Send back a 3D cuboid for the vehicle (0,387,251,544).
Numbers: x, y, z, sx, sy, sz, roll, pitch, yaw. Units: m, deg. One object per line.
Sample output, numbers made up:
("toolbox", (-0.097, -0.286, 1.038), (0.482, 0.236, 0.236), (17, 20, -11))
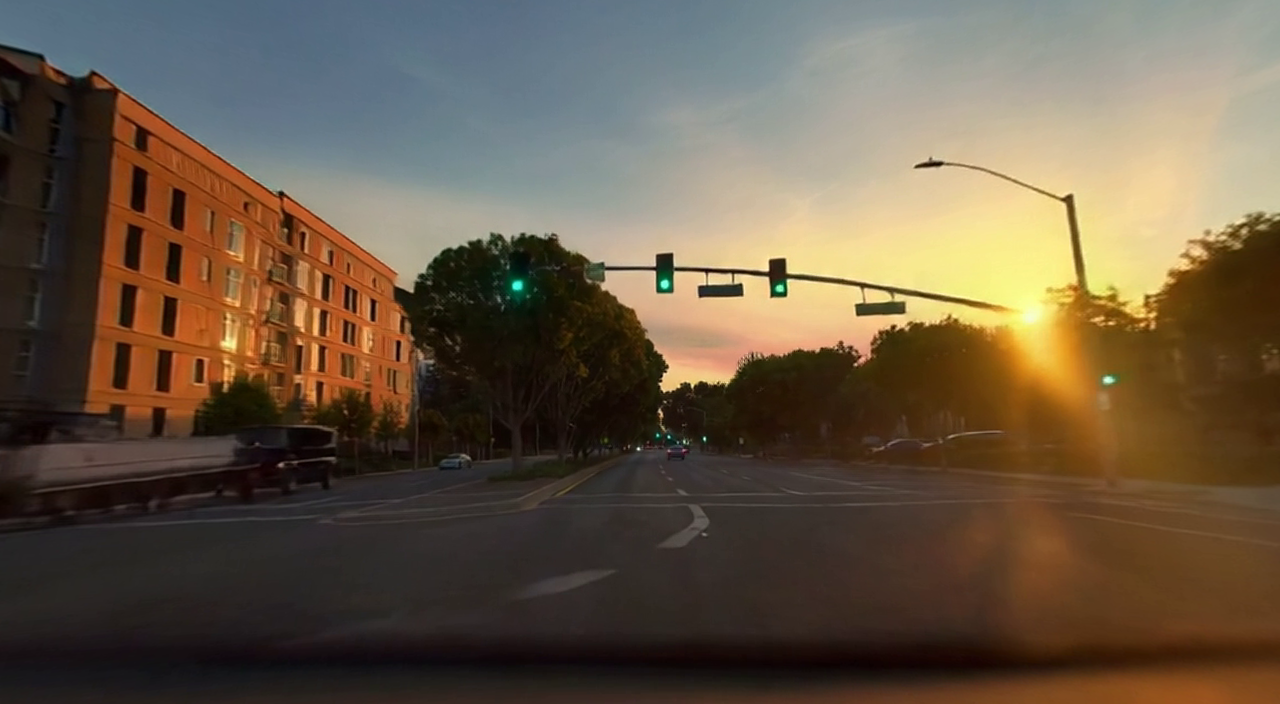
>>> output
("vehicle", (-15.708, 3.125, 17.983), (3.028, 3.424, 9.908), (0, -9, -1))
